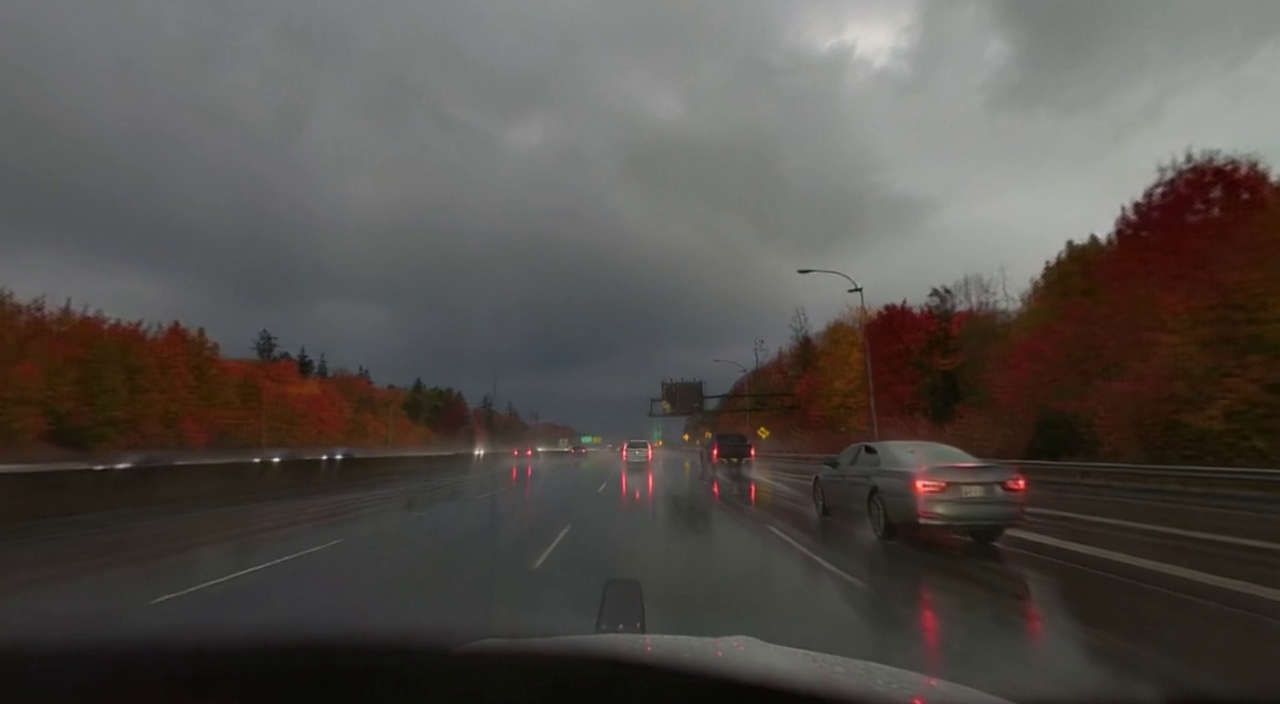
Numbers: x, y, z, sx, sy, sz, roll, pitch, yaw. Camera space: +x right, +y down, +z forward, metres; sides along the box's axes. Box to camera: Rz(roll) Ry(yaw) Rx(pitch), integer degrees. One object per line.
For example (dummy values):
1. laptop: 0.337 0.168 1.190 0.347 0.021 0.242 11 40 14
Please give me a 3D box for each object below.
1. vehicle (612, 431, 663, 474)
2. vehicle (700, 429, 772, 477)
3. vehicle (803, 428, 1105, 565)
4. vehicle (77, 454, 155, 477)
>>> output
1. vehicle: -0.093 5.049 31.713 2.372 1.957 5.121 0 -9 1
2. vehicle: 4.283 4.659 29.202 2.388 1.998 5.749 0 -9 0
3. vehicle: 4.118 1.978 9.450 2.057 1.508 4.767 0 -9 0
4. vehicle: -37.013 8.019 44.598 1.923 1.497 4.018 0 -9 2
